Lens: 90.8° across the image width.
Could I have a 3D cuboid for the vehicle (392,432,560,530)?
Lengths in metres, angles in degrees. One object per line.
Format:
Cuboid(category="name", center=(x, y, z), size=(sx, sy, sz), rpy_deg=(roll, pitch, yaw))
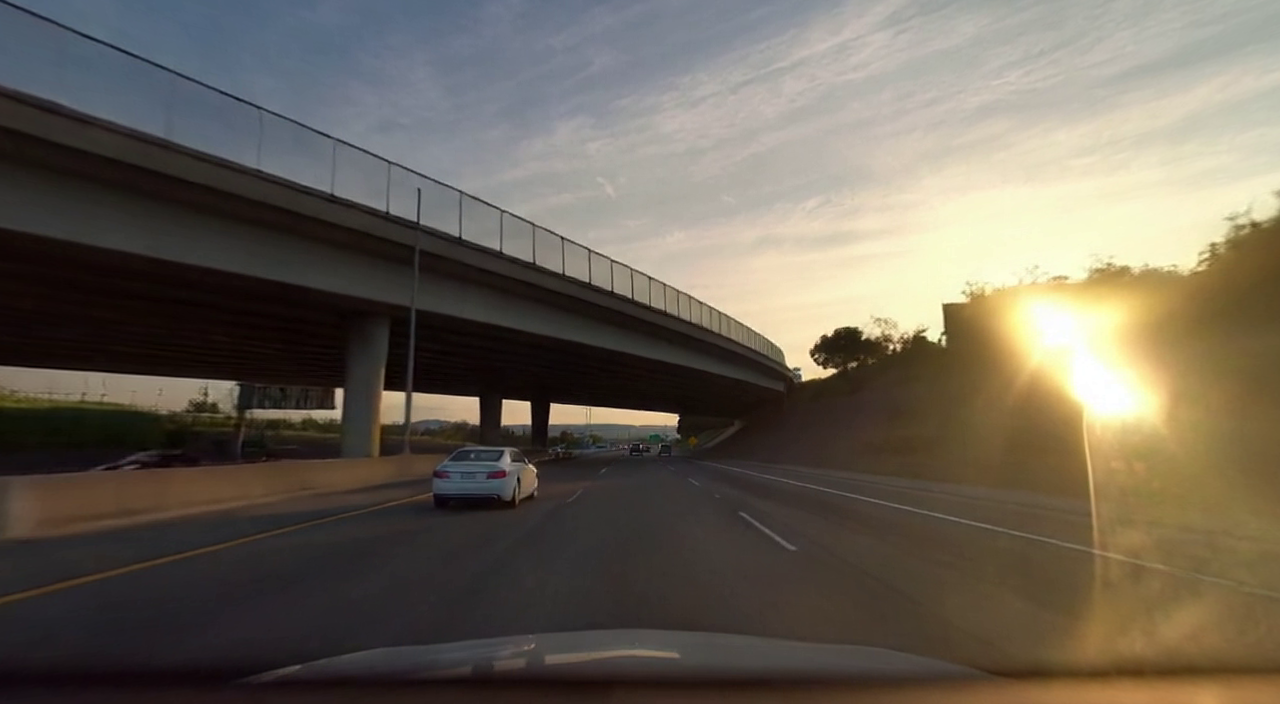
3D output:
Cuboid(category="vehicle", center=(-2.938, 2.437, 12.518), size=(2.029, 1.557, 4.570), rpy_deg=(0, -9, 1))
